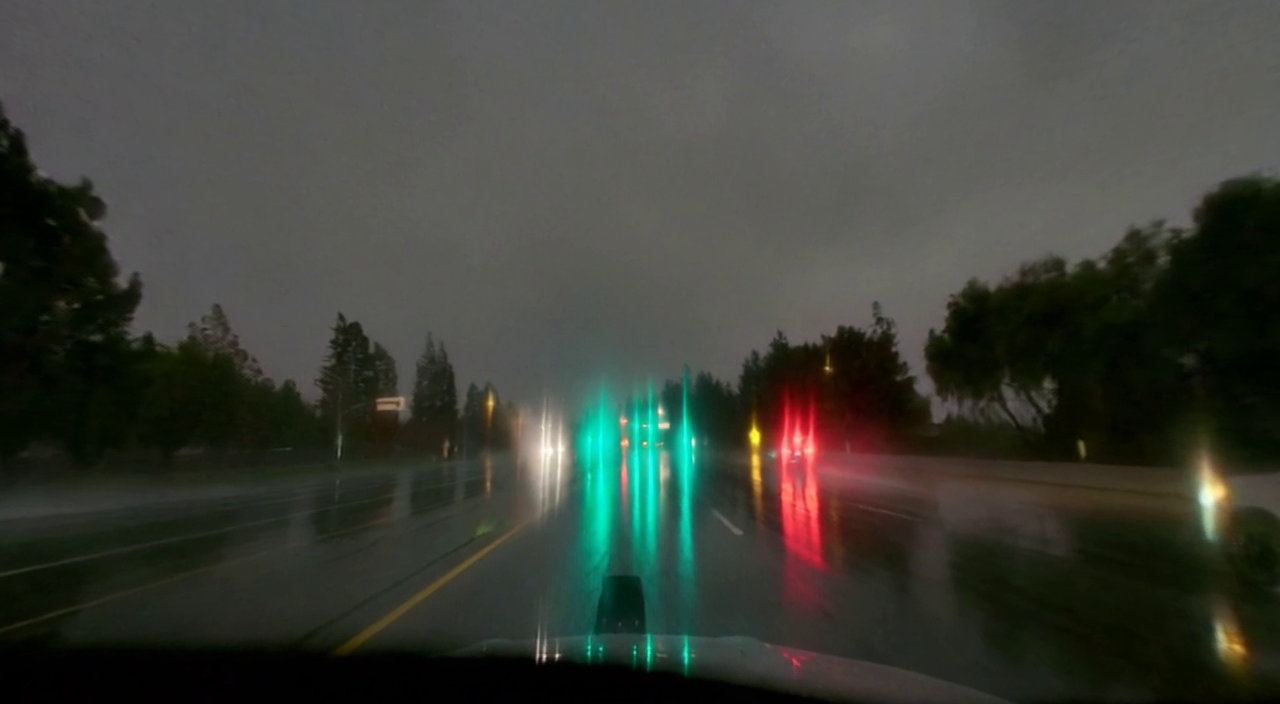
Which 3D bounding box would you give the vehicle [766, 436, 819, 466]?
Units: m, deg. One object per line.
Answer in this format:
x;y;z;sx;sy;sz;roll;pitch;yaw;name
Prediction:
9.724;6.360;40.600;2.170;1.830;4.720;0;-9;-1;vehicle
